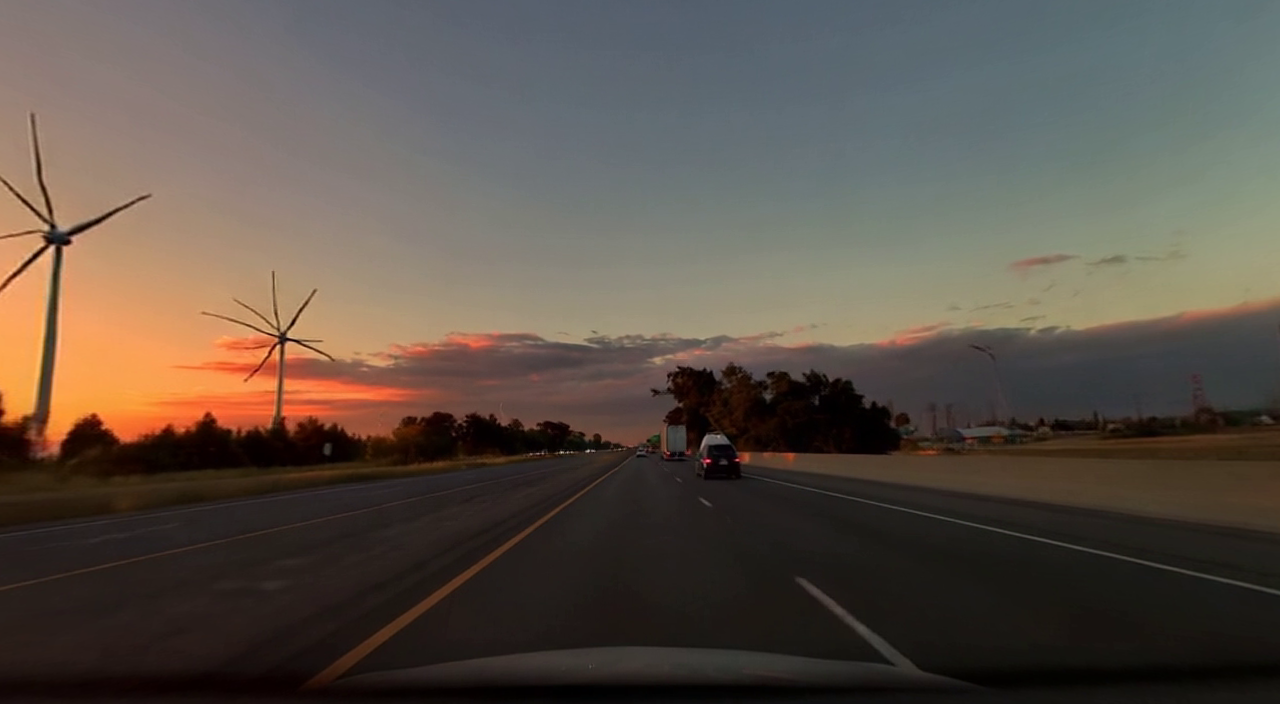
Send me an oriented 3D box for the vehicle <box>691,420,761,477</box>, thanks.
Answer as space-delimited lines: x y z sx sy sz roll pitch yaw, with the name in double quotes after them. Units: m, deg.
4.290 5.001 32.484 2.609 2.648 5.397 0 -9 -2 "vehicle"
